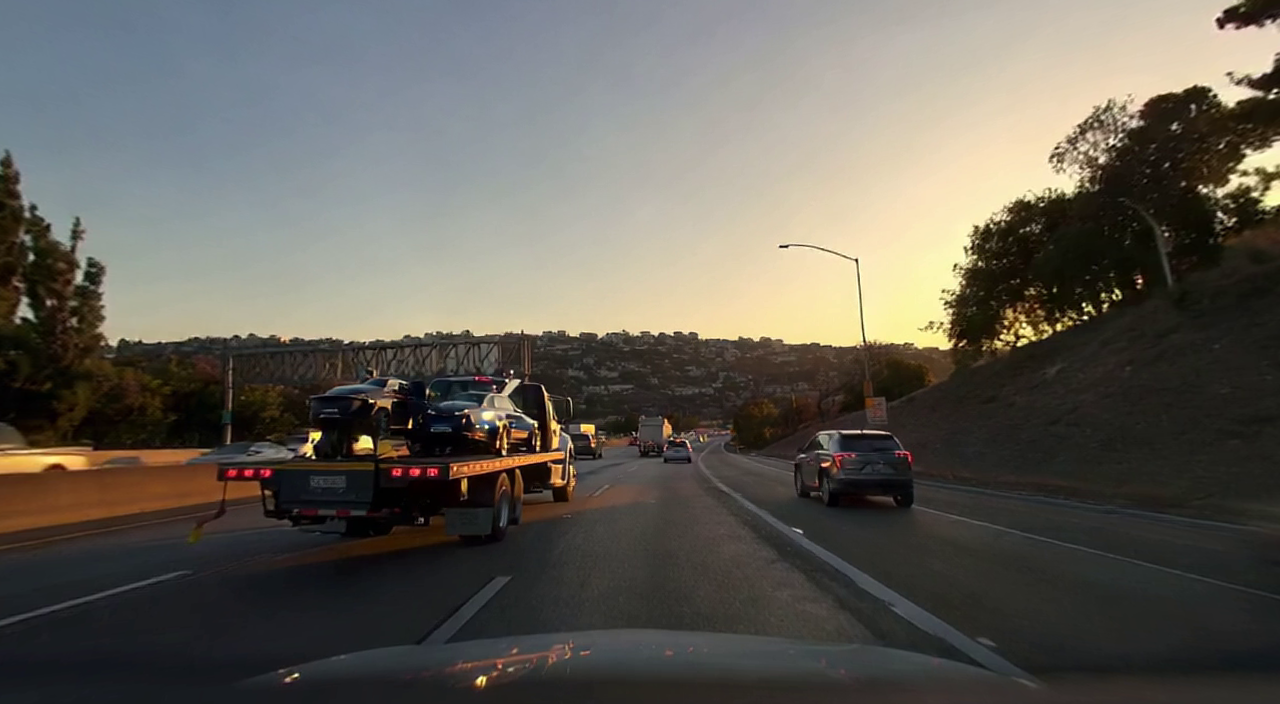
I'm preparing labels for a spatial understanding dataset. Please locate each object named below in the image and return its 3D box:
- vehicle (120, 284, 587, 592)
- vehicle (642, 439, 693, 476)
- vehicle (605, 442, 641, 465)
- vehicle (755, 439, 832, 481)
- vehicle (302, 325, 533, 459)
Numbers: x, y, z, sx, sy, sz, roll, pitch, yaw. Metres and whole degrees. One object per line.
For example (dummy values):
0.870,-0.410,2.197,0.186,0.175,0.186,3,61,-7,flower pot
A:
-3.170,1.532,11.239,3.162,2.955,10.282,0,-8,2,vehicle
1.221,4.591,27.647,2.079,1.499,3.915,0,-8,3,vehicle
-1.096,6.759,42.216,2.016,1.450,4.310,-1,-8,4,vehicle
6.378,4.520,26.832,2.075,1.614,4.682,0,-8,0,vehicle
-3.171,0.837,10.256,1.893,1.674,4.766,0,-8,1,vehicle
